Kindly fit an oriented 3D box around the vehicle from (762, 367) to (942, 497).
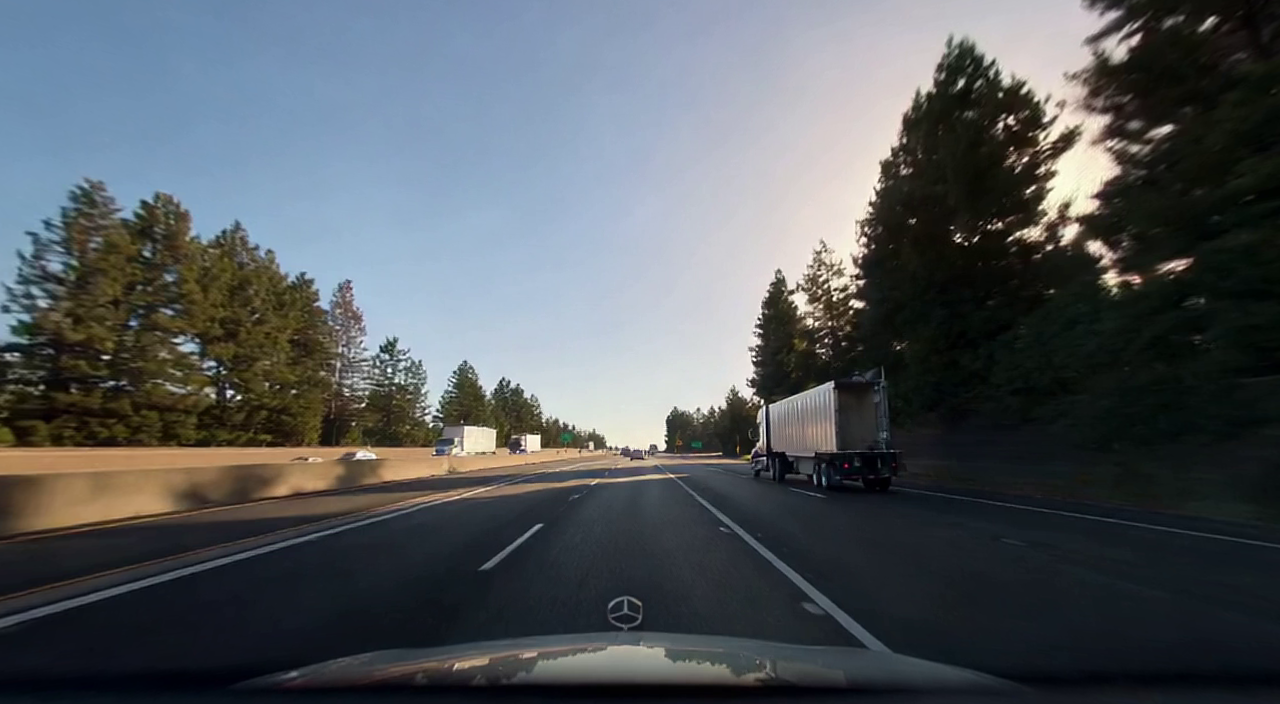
[{"bbox_3d":[6.982,3.019,23.094,2.821,3.681,10.415,0,-9,-1],"label":"vehicle"}]
